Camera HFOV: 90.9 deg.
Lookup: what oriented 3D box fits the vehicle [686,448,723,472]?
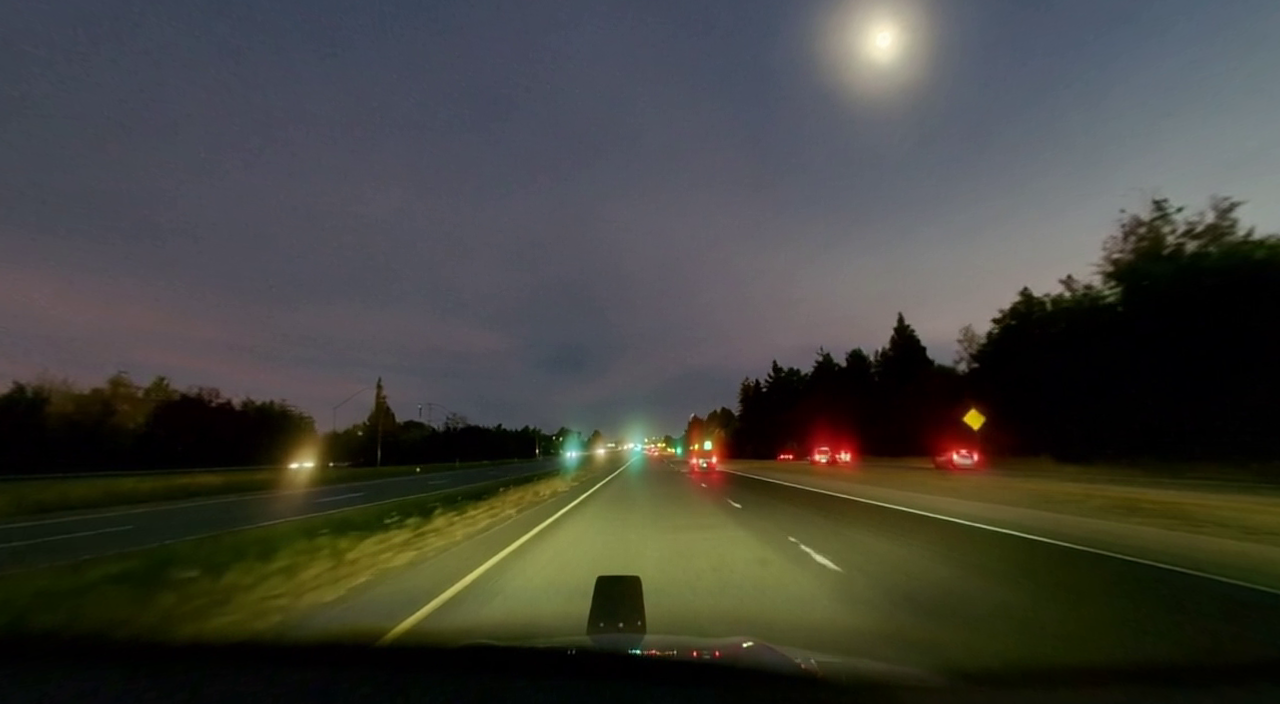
[{"bbox_3d":[4.330,7.333,43.009,1.984,1.481,4.376,0,-9,0],"label":"vehicle"}]
